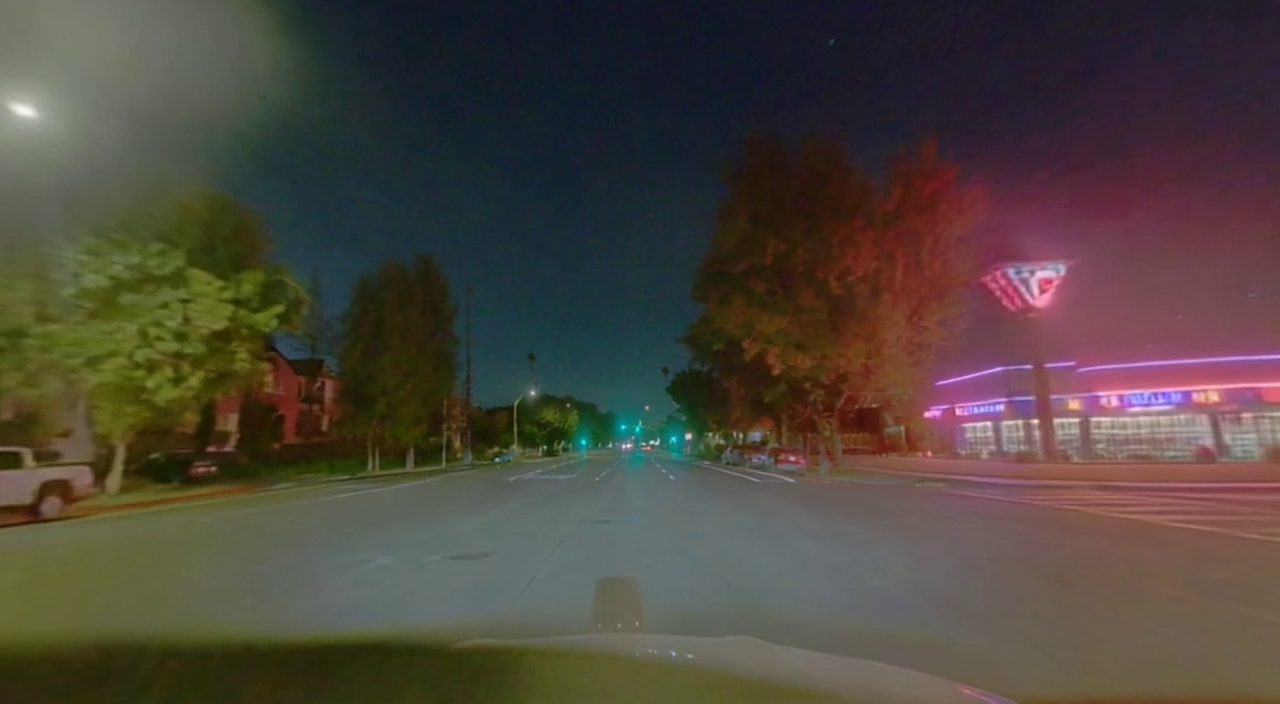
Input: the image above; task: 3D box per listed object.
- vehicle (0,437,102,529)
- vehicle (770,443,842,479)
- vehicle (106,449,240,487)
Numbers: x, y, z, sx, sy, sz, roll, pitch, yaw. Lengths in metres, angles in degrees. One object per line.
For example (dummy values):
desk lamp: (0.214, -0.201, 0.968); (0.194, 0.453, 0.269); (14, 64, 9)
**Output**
vehicle: (-14.726, 2.729, 13.023); (2.164, 1.933, 5.804); (0, -8, 0)
vehicle: (7.351, 4.845, 28.455); (2.057, 1.478, 4.356); (0, -8, 0)
vehicle: (-20.533, 5.107, 27.971); (4.193, 1.583, 2.006); (2, -9, -9)
